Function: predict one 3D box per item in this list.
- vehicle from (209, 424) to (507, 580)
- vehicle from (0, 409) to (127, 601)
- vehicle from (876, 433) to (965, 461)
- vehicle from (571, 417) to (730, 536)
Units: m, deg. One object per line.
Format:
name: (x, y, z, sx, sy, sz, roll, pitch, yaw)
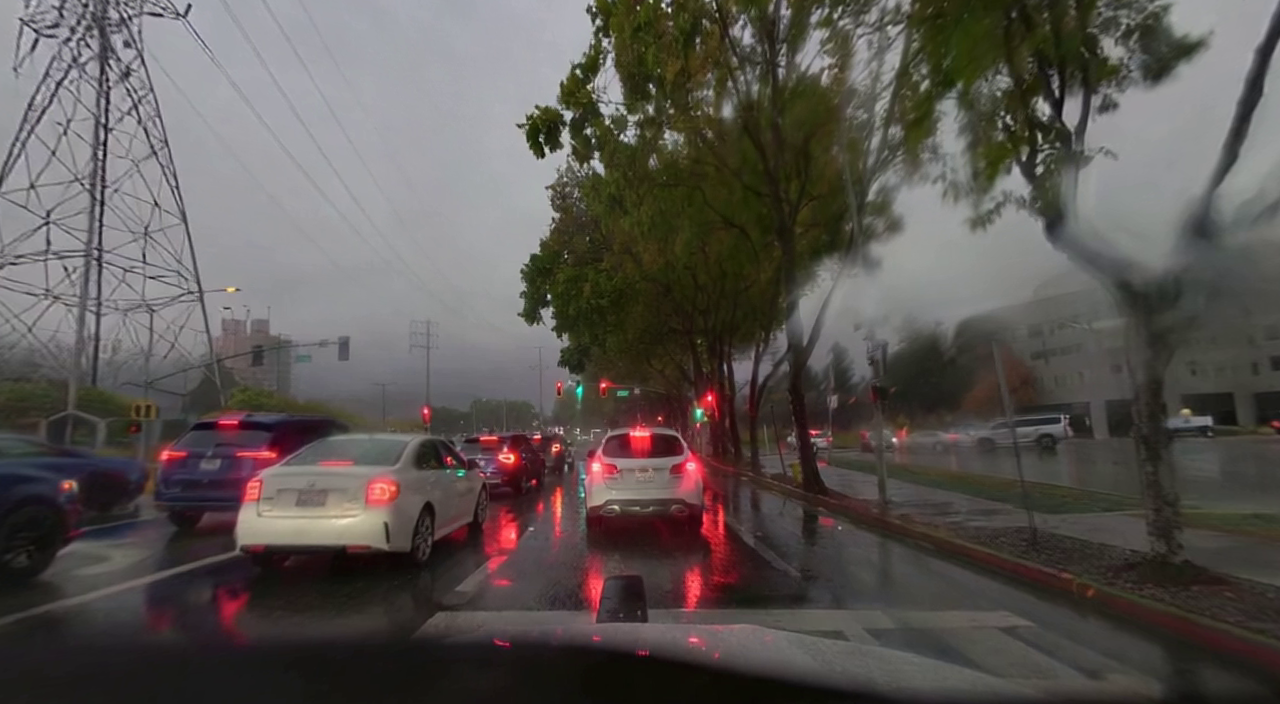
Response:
vehicle: (-3.176, 1.764, 8.340, 1.973, 1.469, 4.448, 0, -8, -1)
vehicle: (-6.348, 1.189, 4.611, 1.866, 1.602, 3.938, 0, -8, 0)
vehicle: (15.027, 5.106, 33.947, 3.858, 1.437, 1.899, 1, -8, -6)
vehicle: (0.085, 2.072, 11.127, 2.239, 1.661, 4.224, 0, -8, -2)
